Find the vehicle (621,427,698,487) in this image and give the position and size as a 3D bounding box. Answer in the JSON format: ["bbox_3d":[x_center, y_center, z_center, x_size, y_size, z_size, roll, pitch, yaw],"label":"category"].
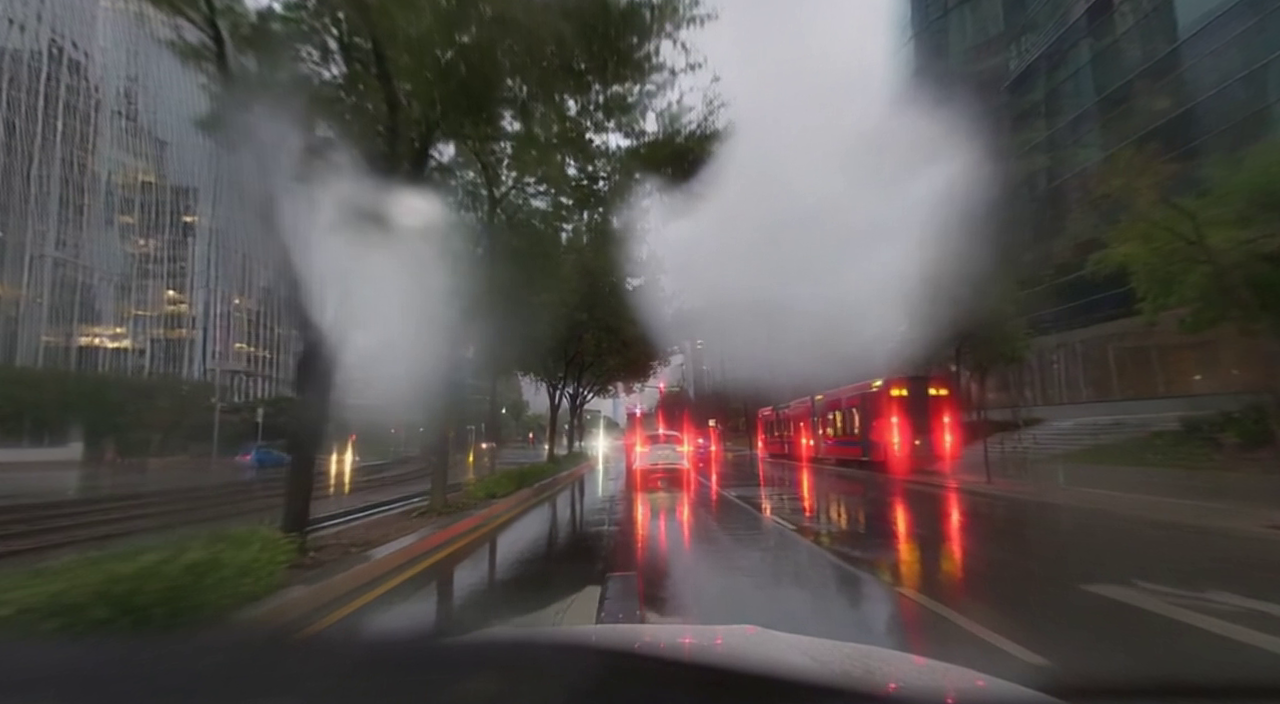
[{"bbox_3d":[0.524,3.269,19.862,2.190,1.684,4.084,0,-9,-1],"label":"vehicle"}]

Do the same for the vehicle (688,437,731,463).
[{"bbox_3d":[4.072,5.849,37.540,1.916,1.466,4.529,0,-9,-1],"label":"vehicle"}]
